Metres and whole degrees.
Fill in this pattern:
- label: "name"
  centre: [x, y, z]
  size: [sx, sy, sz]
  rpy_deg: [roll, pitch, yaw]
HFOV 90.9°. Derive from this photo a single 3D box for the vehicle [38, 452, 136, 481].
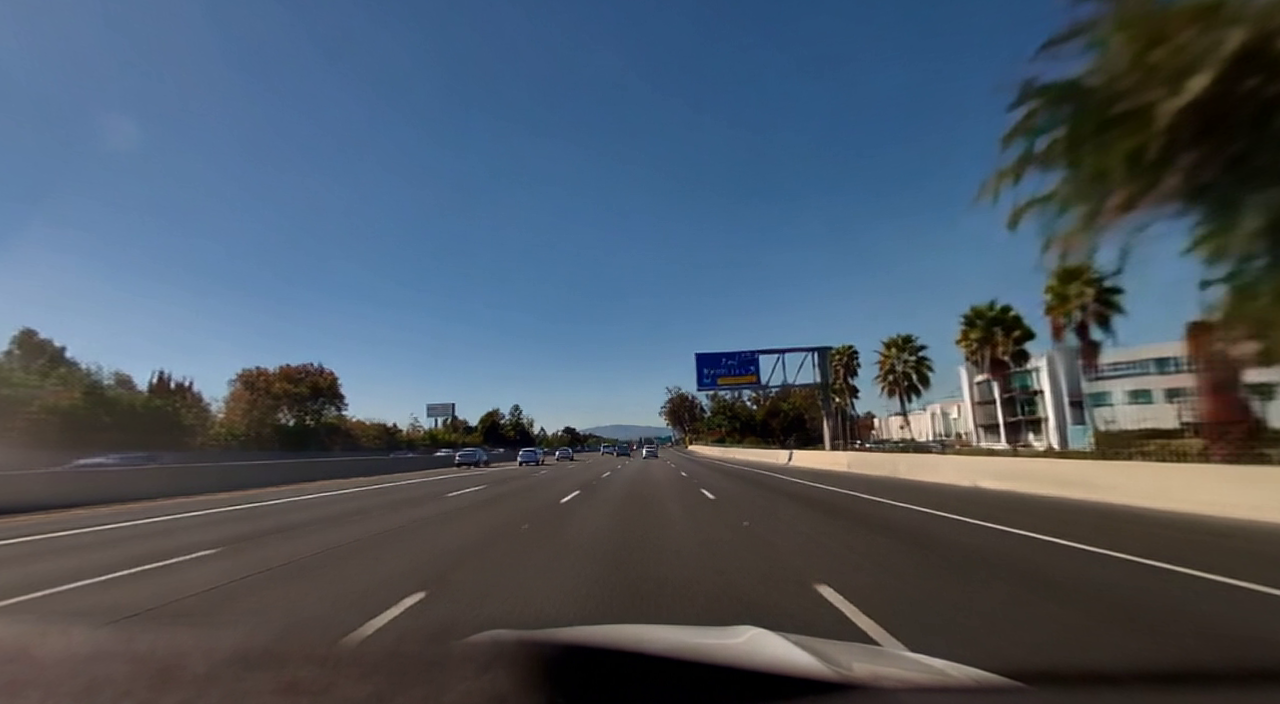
- label: "vehicle"
  centre: [-30.621, 6.331, 35.078]
  size: [1.731, 1.473, 4.049]
  rpy_deg: [-2, -9, 0]
